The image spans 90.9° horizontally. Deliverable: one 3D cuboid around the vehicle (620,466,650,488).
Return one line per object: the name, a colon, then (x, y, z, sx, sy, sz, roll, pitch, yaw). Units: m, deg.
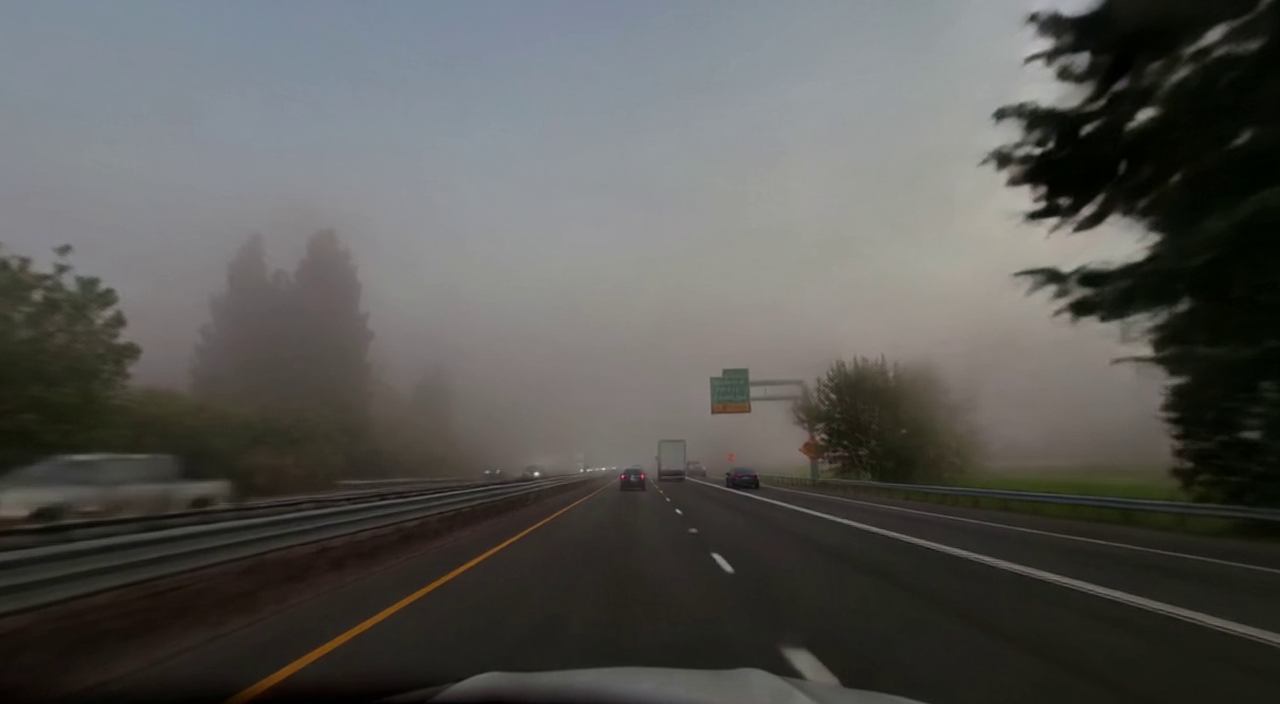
vehicle: (-0.358, 8.849, 44.772, 2.025, 1.452, 3.927, 1, -10, -1)

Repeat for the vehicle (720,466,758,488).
vehicle: (7.350, 9.355, 47.196, 1.977, 1.494, 4.311, 1, -10, -2)
